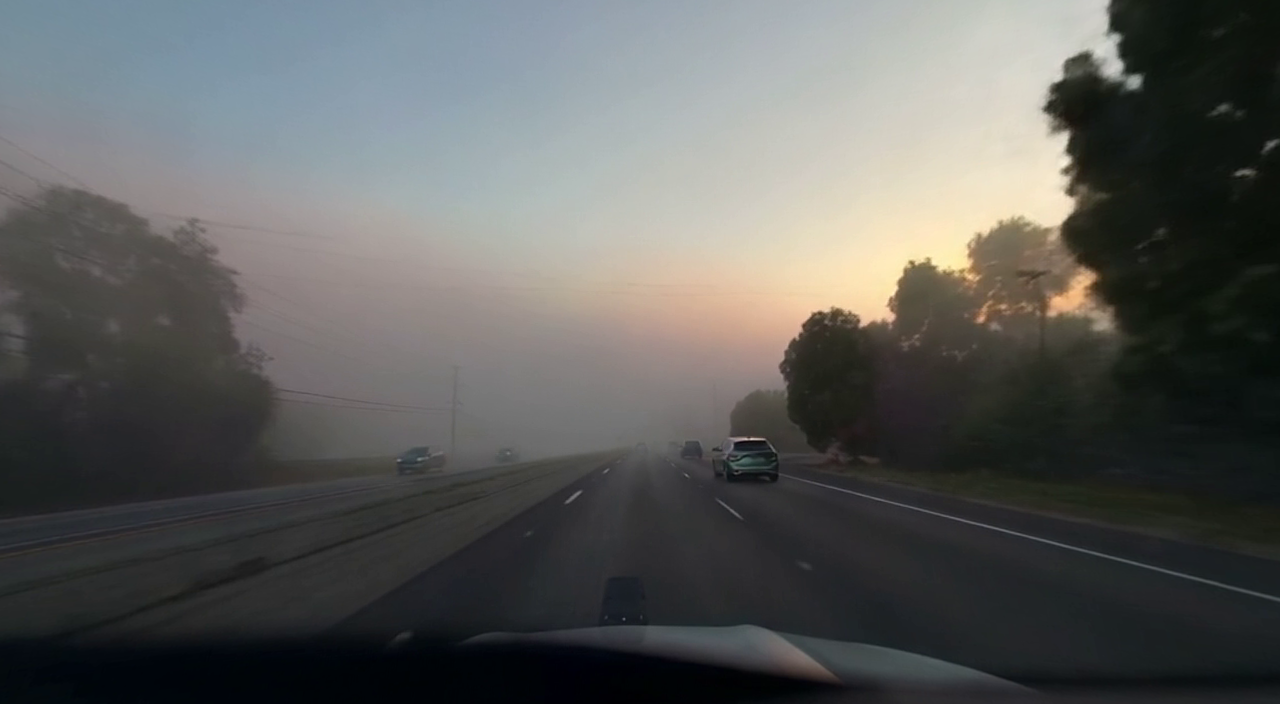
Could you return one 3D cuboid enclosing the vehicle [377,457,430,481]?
[{"bbox_3d":[-16.245,8.038,43.535,1.869,1.491,4.449,0,-8,1],"label":"vehicle"}]
